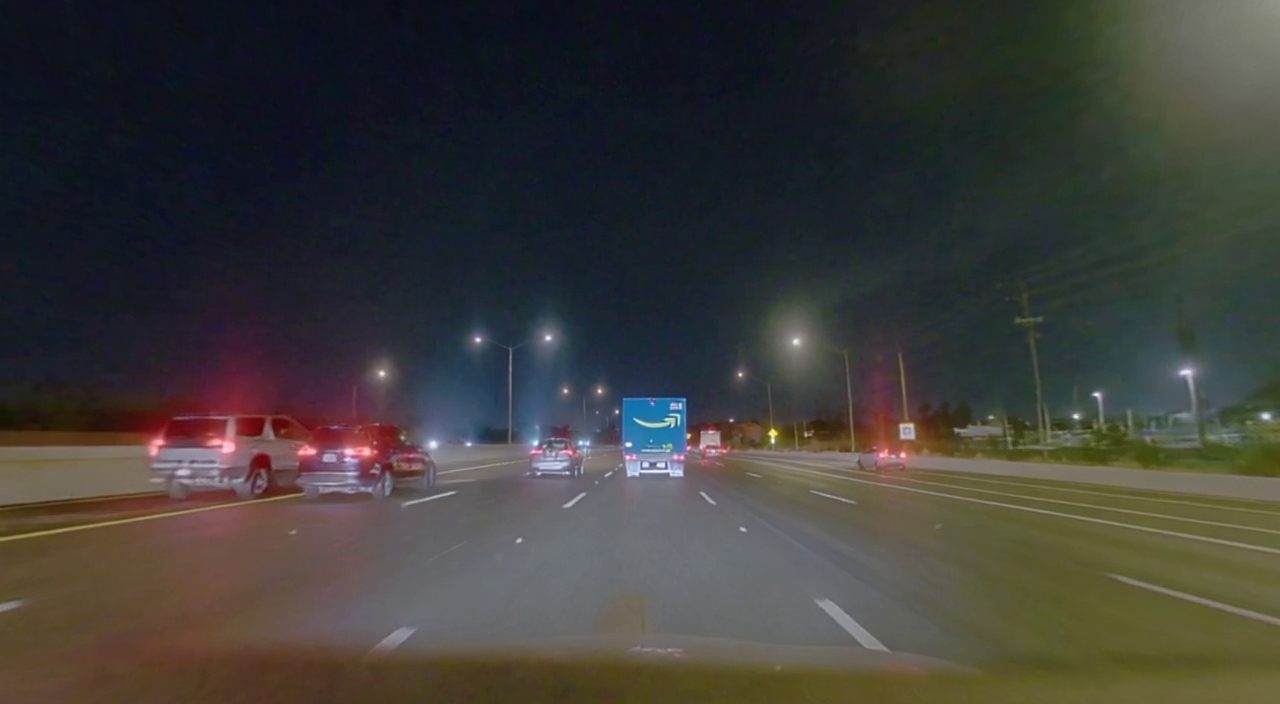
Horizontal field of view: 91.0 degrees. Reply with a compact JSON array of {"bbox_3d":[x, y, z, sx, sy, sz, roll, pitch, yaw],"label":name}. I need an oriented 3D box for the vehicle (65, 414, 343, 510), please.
[{"bbox_3d":[-10.108,2.645,15.628,2.454,1.857,6.221,0,-9,0],"label":"vehicle"}]

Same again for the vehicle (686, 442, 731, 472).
[{"bbox_3d":[3.648,5.648,34.201,1.970,1.499,4.491,0,-9,0],"label":"vehicle"}]

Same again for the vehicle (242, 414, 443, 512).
[{"bbox_3d":[-6.492,2.502,14.633,2.101,1.858,5.071,0,-9,1],"label":"vehicle"}]

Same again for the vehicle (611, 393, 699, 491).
[{"bbox_3d":[0.400,2.982,20.827,2.456,2.705,6.251,0,-9,0],"label":"vehicle"}]

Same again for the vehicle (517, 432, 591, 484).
[{"bbox_3d":[-3.038,3.861,23.197,2.095,1.688,4.188,0,-9,1],"label":"vehicle"}]
